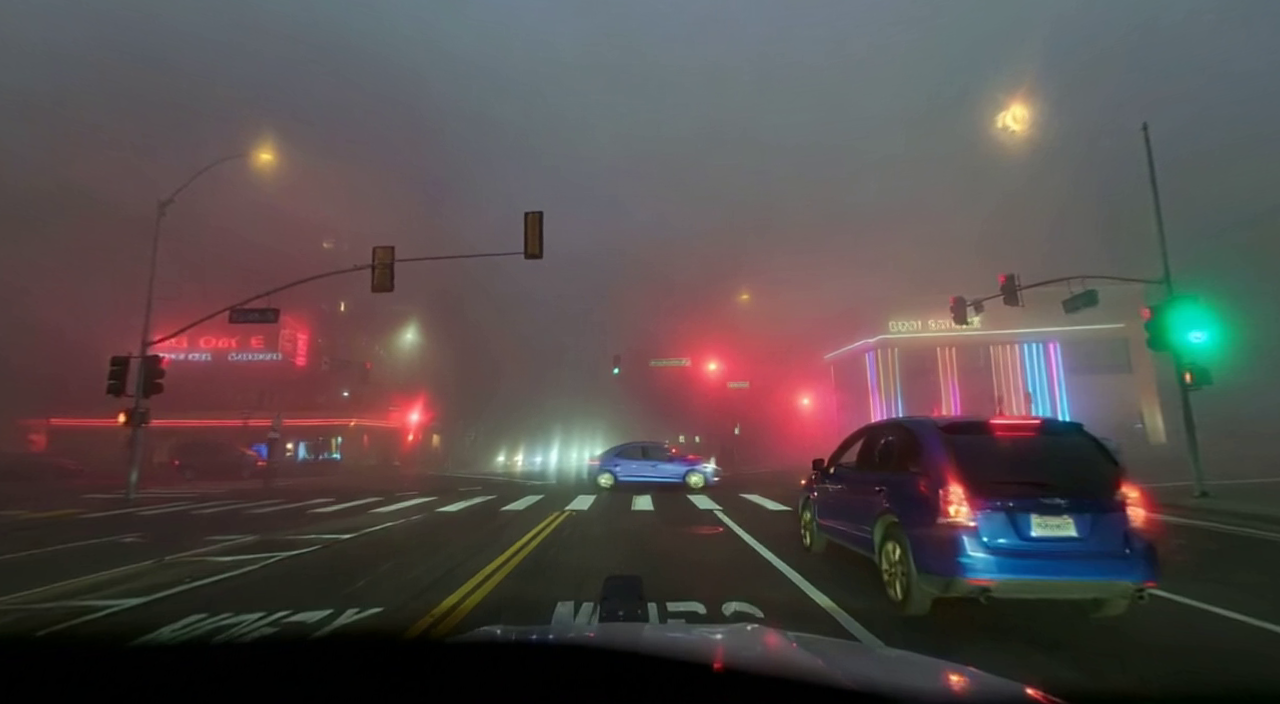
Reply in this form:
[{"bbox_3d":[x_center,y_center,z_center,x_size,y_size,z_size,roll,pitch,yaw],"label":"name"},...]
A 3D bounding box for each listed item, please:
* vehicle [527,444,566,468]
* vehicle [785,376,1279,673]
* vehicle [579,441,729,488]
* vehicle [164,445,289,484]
[{"bbox_3d":[-7.138,8.021,48.847,2.181,1.703,4.512,-1,-8,2],"label":"vehicle"},{"bbox_3d":[2.963,1.314,5.933,2.049,1.691,4.447,0,-8,-1],"label":"vehicle"},{"bbox_3d":[0.527,3.788,21.486,4.878,1.488,1.888,-2,-9,9],"label":"vehicle"},{"bbox_3d":[-21.385,5.781,32.748,5.161,1.910,2.275,-2,-9,11],"label":"vehicle"}]
